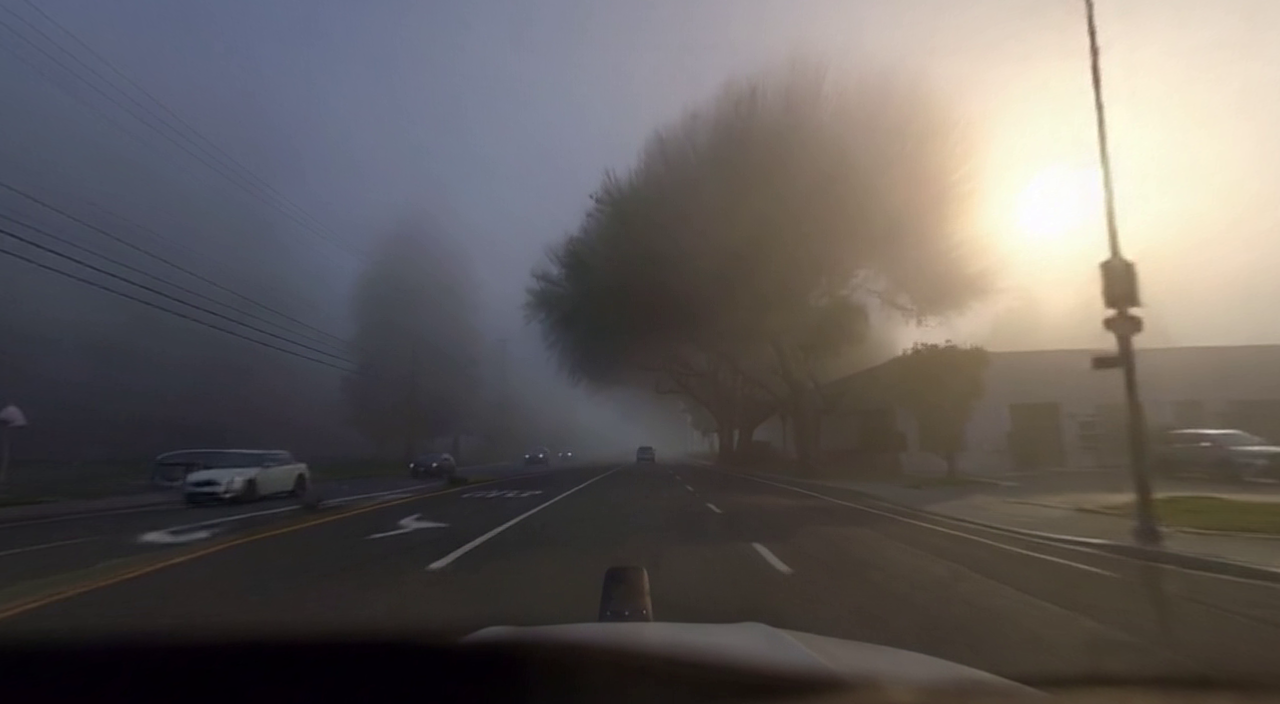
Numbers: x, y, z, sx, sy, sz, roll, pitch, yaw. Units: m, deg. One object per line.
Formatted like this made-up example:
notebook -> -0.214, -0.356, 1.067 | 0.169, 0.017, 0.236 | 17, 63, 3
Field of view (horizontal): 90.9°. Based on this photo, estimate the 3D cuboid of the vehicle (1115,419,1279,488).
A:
vehicle -> 17.092, 2.978, 18.653 | 2.021, 1.753, 4.941 | 0, -9, -3

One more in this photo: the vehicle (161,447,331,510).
vehicle -> -10.886, 3.475, 17.885 | 1.873, 1.516, 4.339 | 0, -8, 3

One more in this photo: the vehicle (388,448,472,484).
vehicle -> -9.719, 5.305, 29.722 | 2.084, 1.517, 5.096 | 0, -8, 2
